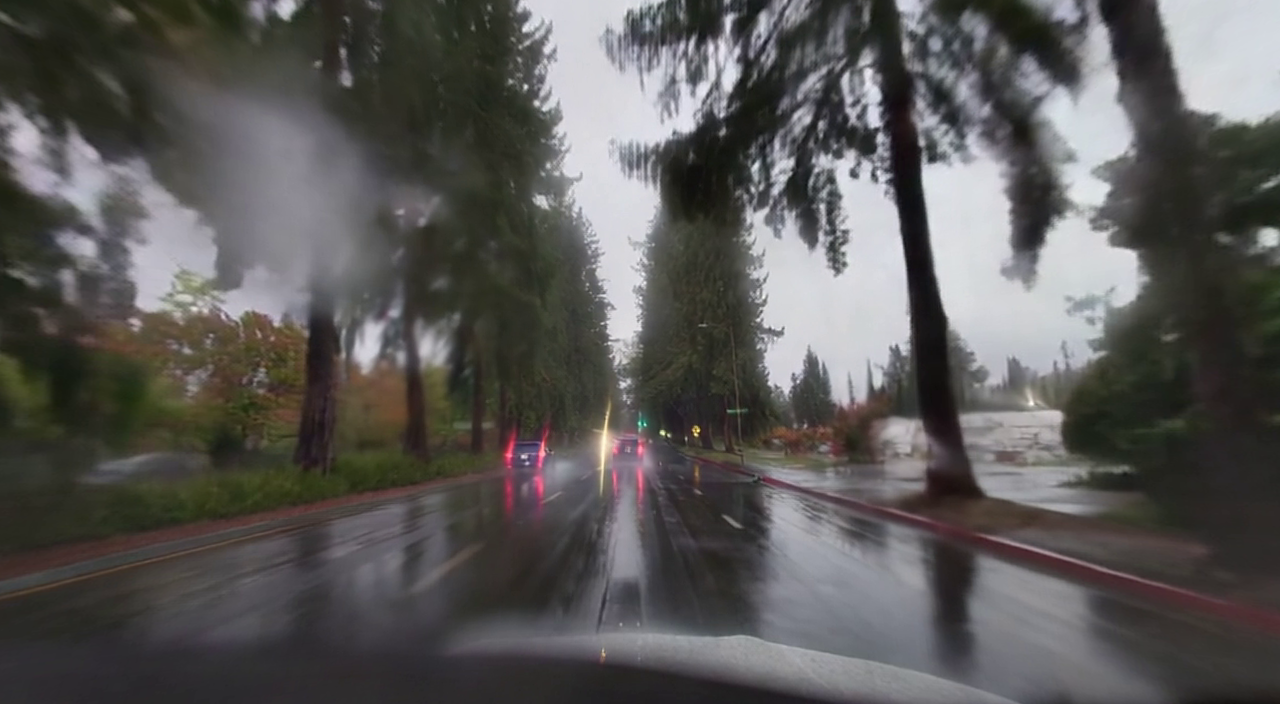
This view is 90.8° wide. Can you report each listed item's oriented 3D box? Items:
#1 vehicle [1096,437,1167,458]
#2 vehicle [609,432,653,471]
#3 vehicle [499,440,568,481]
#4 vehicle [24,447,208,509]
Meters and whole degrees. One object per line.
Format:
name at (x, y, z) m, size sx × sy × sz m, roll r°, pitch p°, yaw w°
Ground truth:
vehicle at (33.583, 6.540, 43.181) m, size 3.531 × 1.422 × 1.598 m, roll 1°, pitch -9°, yaw -5°
vehicle at (-0.458, 4.907, 31.269) m, size 2.018 × 1.769 × 3.897 m, roll 0°, pitch -8°, yaw -1°
vehicle at (-4.086, 4.221, 24.873) m, size 1.917 × 1.448 × 4.178 m, roll 0°, pitch -8°, yaw 1°
vehicle at (-16.343, 3.895, 20.105) m, size 1.896 × 1.712 × 4.523 m, roll 0°, pitch -8°, yaw 0°
